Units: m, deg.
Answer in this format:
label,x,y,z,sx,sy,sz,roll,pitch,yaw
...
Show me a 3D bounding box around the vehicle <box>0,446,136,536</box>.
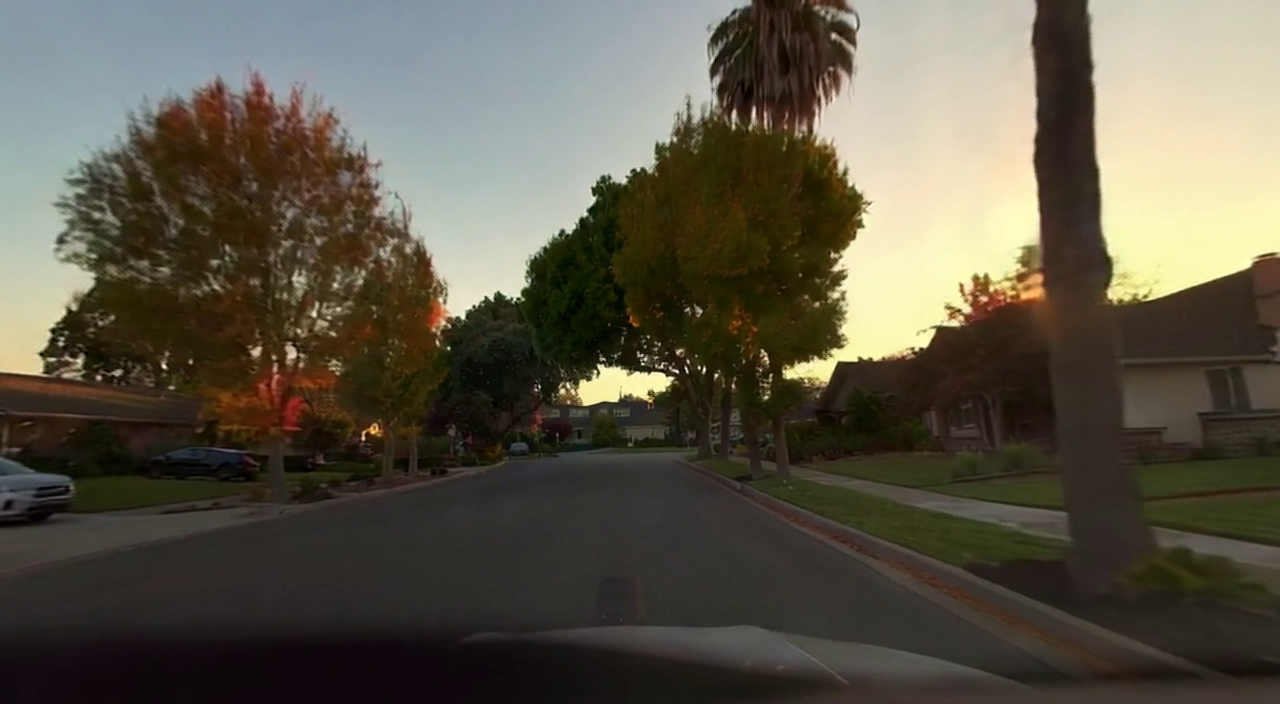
label,x,y,z,sx,sy,sz,roll,pitch,yaw
vehicle,-14.337,2.927,13.648,5.050,1.774,2.031,0,-9,-1
